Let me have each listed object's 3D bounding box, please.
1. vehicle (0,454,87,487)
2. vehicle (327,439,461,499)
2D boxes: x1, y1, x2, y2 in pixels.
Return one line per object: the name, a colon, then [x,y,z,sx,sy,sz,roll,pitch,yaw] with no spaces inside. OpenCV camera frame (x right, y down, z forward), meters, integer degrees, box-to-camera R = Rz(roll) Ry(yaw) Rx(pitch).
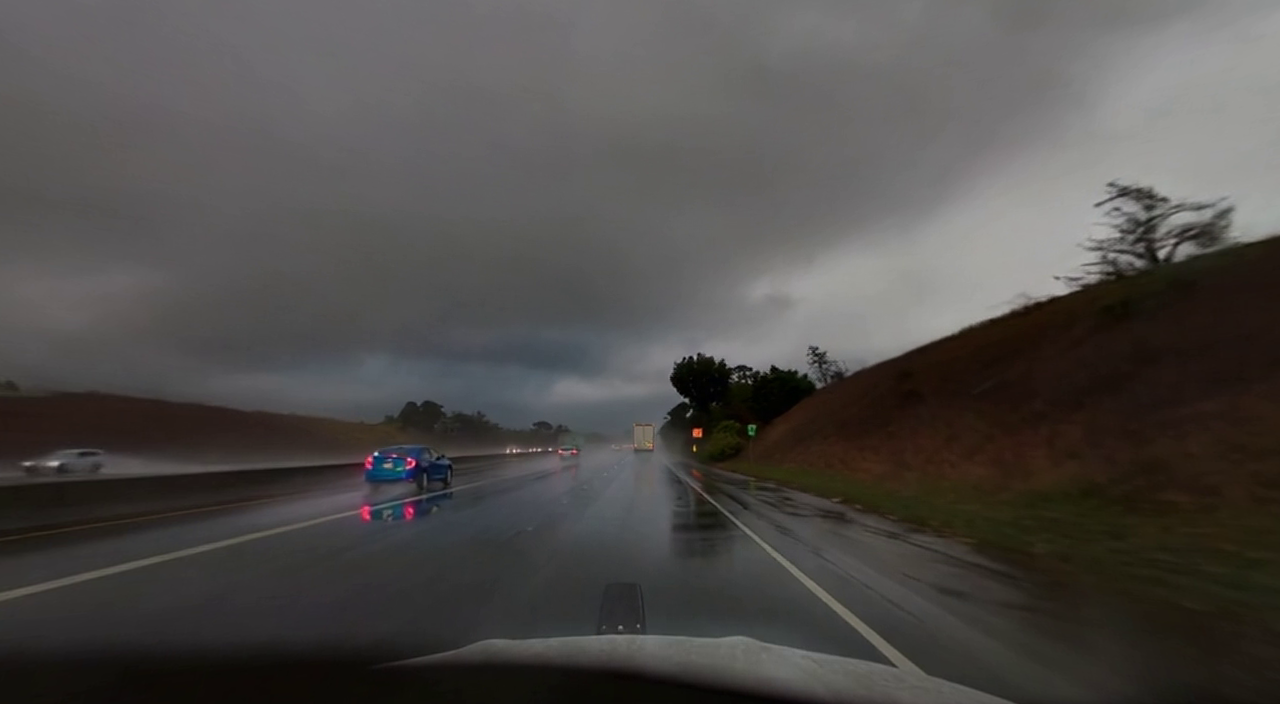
vehicle: [-31.734,6.118,32.815,1.801,1.506,4.441,0,-8,0]
vehicle: [-7.127,3.415,18.871,2.096,1.541,4.610,0,-8,1]
